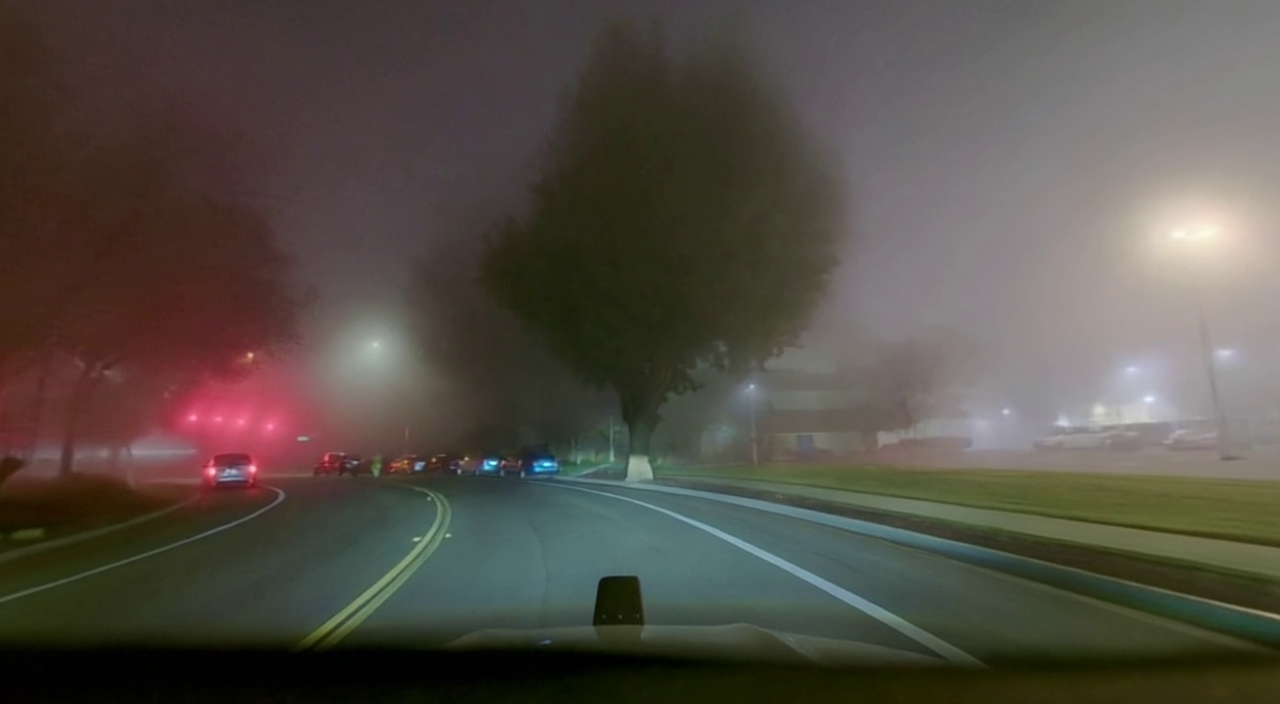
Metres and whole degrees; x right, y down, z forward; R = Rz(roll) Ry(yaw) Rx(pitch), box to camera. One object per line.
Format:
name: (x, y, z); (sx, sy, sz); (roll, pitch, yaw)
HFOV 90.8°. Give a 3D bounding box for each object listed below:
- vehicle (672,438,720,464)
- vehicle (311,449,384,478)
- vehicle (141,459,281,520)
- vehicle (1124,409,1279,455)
vehicle: (4.037, 6.992, 44.863); (1.900, 1.711, 4.666); (-4, -9, 24)
vehicle: (-20.983, 7.940, 45.273); (5.202, 1.817, 2.042); (-4, -9, 30)
vehicle: (-13.390, 4.236, 20.345); (2.772, 1.161, 7.241); (1, -7, -26)
vehicle: (20.002, 2.832, 22.119); (4.462, 1.474, 1.765); (-4, -10, 24)
